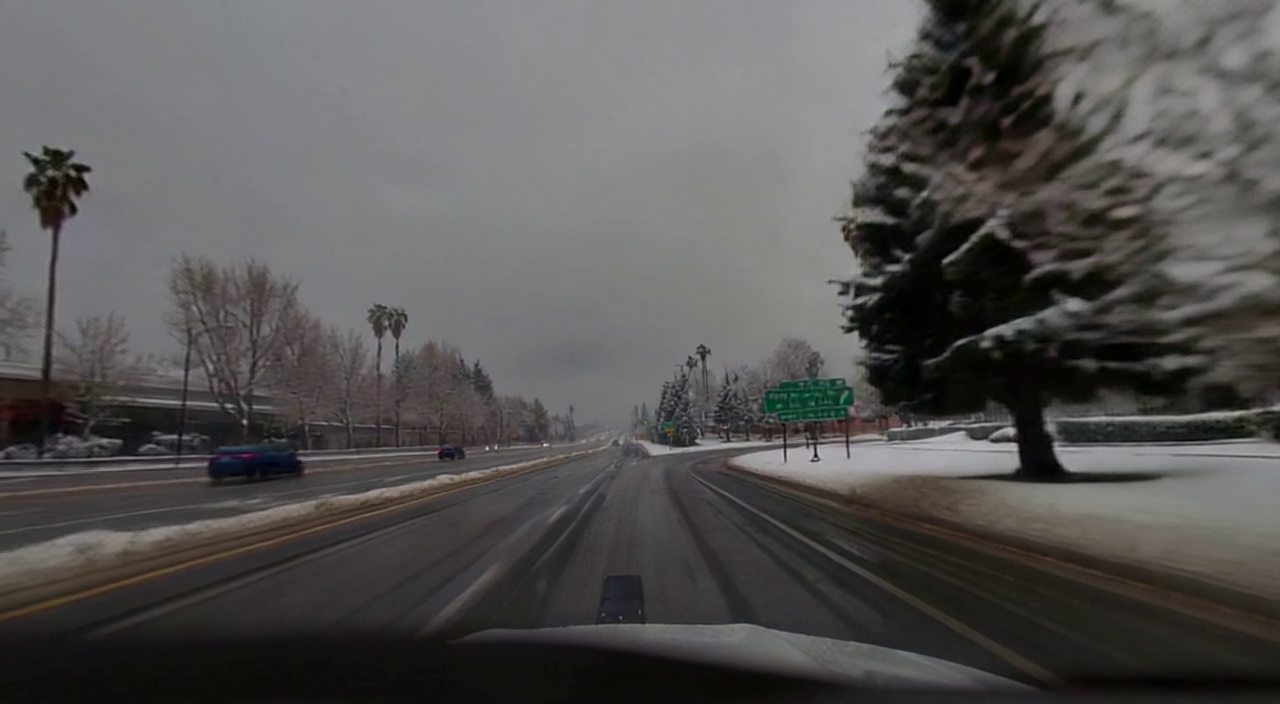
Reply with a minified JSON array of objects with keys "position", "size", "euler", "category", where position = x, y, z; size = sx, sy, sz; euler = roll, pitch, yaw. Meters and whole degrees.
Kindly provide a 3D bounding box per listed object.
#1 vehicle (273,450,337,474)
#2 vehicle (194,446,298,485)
[{"position":[-22.863,7.477,43.151],"size":[1.903,1.510,4.569],"euler":[0,-9,0],"category":"vehicle"},{"position":[-18.844,5.410,30.432],"size":[2.086,1.706,4.412],"euler":[0,-9,1],"category":"vehicle"}]
